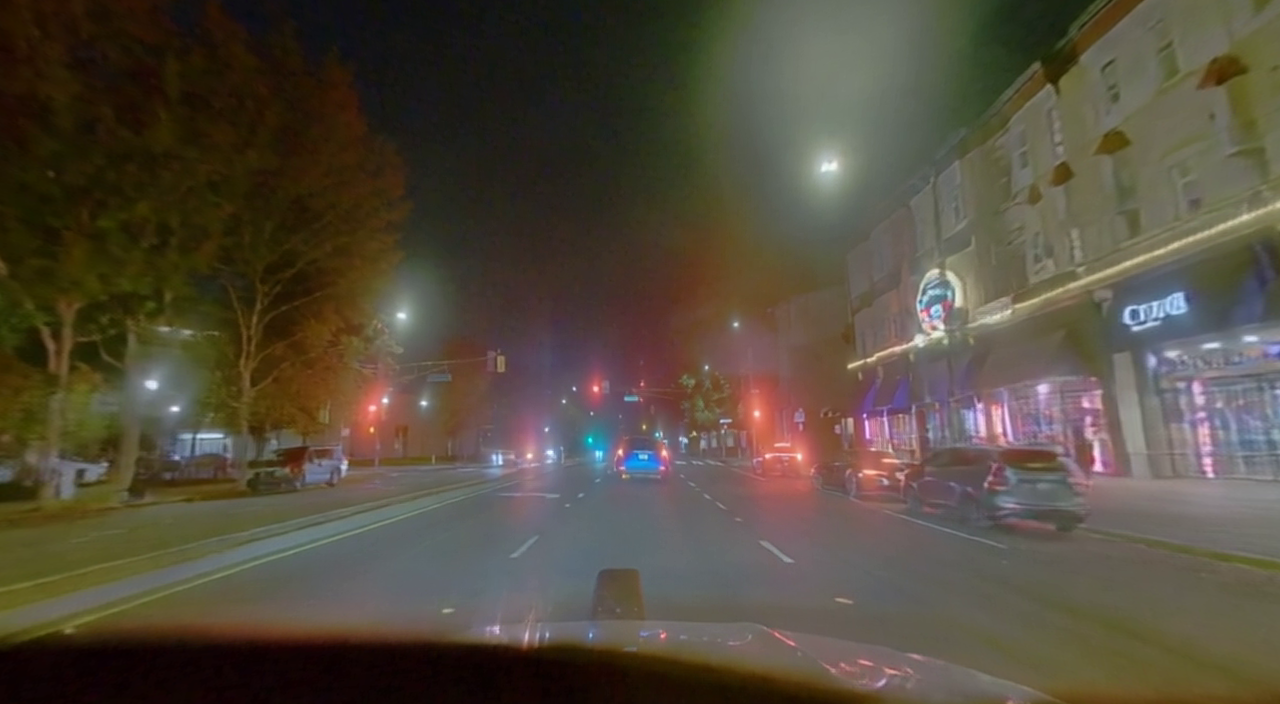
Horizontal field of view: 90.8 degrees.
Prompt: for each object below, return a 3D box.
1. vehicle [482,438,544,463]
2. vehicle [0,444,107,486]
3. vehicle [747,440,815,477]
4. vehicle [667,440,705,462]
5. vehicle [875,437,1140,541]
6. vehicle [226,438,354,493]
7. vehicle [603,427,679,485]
[{"bbox_3d":[-9.581,7.388,47.615,4.427,1.757,2.125,-7,-11,37],"label":"vehicle"},{"bbox_3d":[-28.210,5.202,29.321,4.767,1.843,2.339,0,-8,1],"label":"vehicle"},{"bbox_3d":[6.227,4.738,28.430,1.986,1.515,4.265,0,-8,-1],"label":"vehicle"},{"bbox_3d":[3.129,6.833,43.753,2.209,1.478,4.138,0,-8,-1],"label":"vehicle"},{"bbox_3d":[6.218,2.348,11.569,2.048,1.484,4.709,0,-8,1],"label":"vehicle"},{"bbox_3d":[-13.944,4.532,25.674,2.197,1.985,5.183,0,-8,0],"label":"vehicle"},{"bbox_3d":[-0.021,3.596,22.135,2.382,1.796,4.610,0,-8,-1],"label":"vehicle"}]
